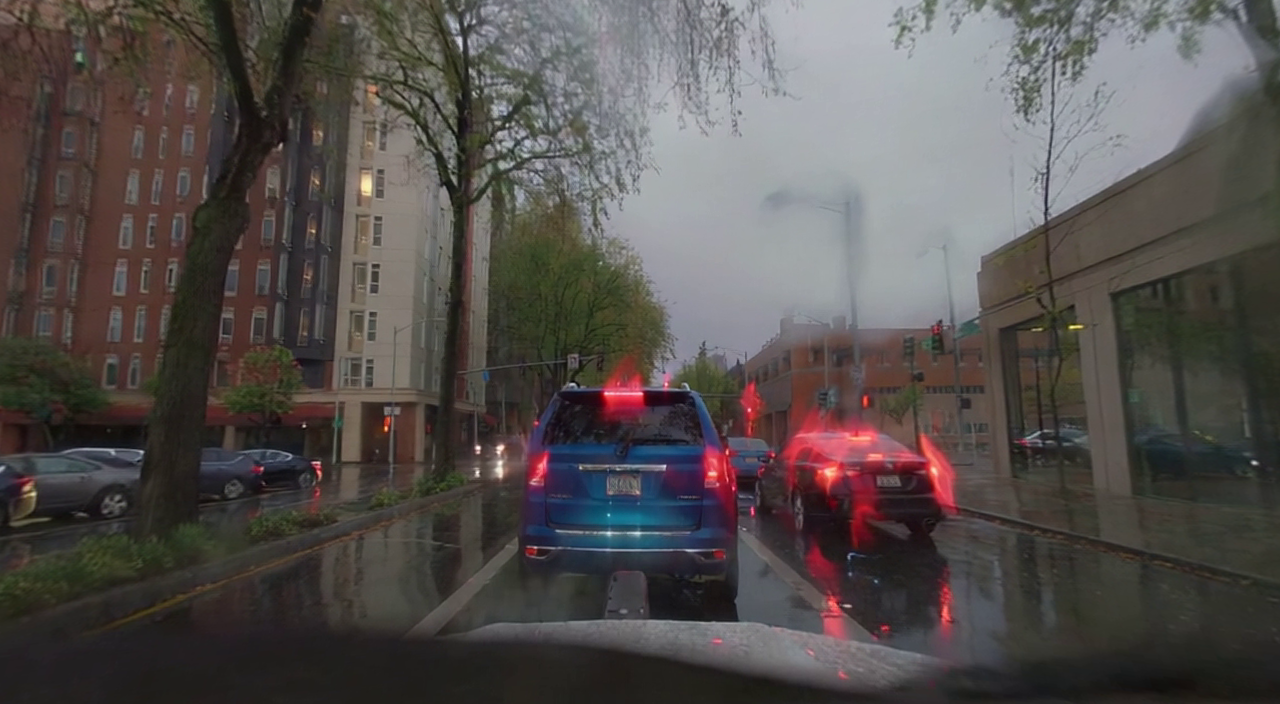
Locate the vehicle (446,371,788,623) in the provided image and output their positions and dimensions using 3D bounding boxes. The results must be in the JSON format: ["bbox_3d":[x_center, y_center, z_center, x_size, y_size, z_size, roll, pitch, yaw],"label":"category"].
[{"bbox_3d":[-0.158,1.357,6.759,2.453,1.816,4.300,0,-8,0],"label":"vehicle"}]

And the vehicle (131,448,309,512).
[{"bbox_3d":[-12.459,3.779,19.123,2.207,1.648,4.675,0,-8,-1],"label":"vehicle"}]

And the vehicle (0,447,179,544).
[{"bbox_3d":[-12.538,2.918,13.450,1.891,1.723,4.360,0,-8,1],"label":"vehicle"}]

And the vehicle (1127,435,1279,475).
[{"bbox_3d":[22.173,4.048,24.953,4.055,1.469,1.848,-4,-9,26],"label":"vehicle"}]

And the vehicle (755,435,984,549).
[{"bbox_3d":[3.294,2.082,10.074,2.056,1.422,4.130,0,-8,-1],"label":"vehicle"}]
